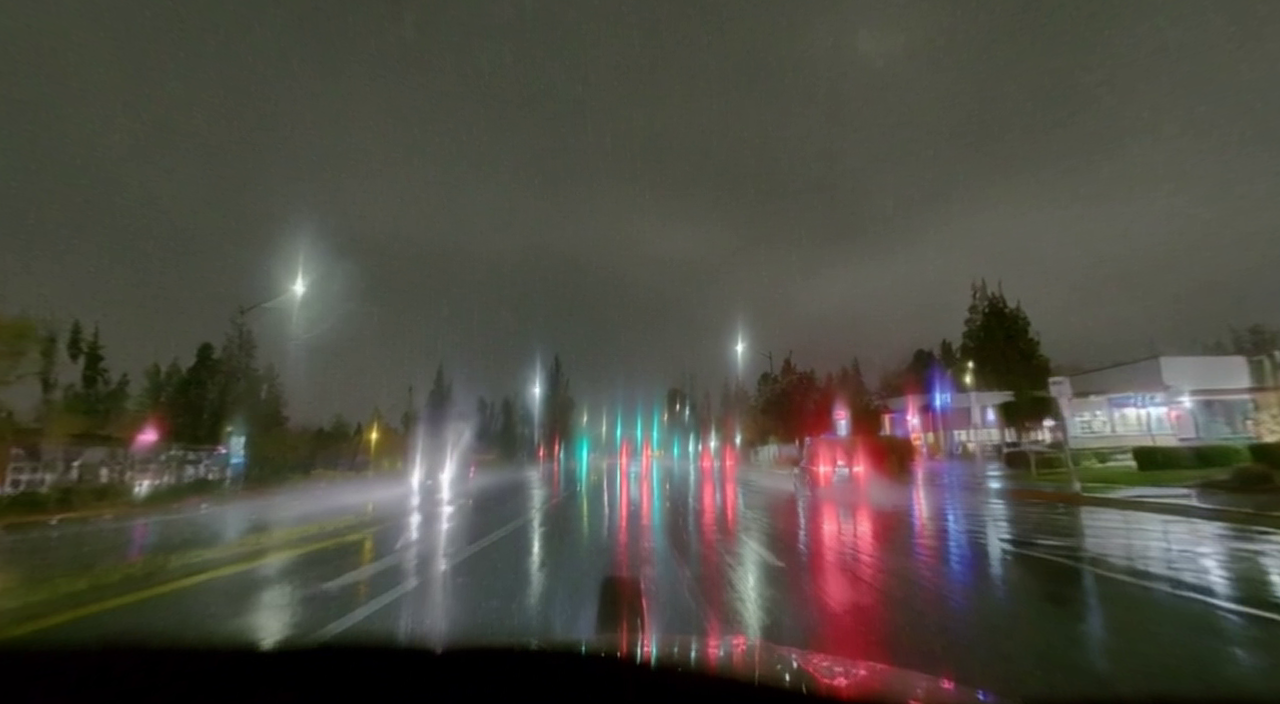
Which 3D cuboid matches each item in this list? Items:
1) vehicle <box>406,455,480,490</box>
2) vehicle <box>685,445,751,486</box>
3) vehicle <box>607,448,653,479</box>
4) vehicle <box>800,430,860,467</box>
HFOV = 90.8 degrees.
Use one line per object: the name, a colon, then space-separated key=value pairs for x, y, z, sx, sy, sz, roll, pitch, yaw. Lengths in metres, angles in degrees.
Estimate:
vehicle: x=-9.592 y=5.888 z=31.211 sx=2.140 sy=1.549 sz=4.590 roll=-1 pitch=-9 yaw=0
vehicle: x=3.086 y=4.639 z=26.162 sx=2.057 sy=1.491 sz=4.675 roll=-1 pitch=-9 yaw=-1
vehicle: x=-0.498 y=5.820 z=33.235 sx=2.242 sy=1.474 sz=4.127 roll=-1 pitch=-9 yaw=0
vehicle: x=13.315 y=6.816 z=44.478 sx=3.340 sy=2.479 sz=2.547 roll=0 pitch=-9 yaw=-1
